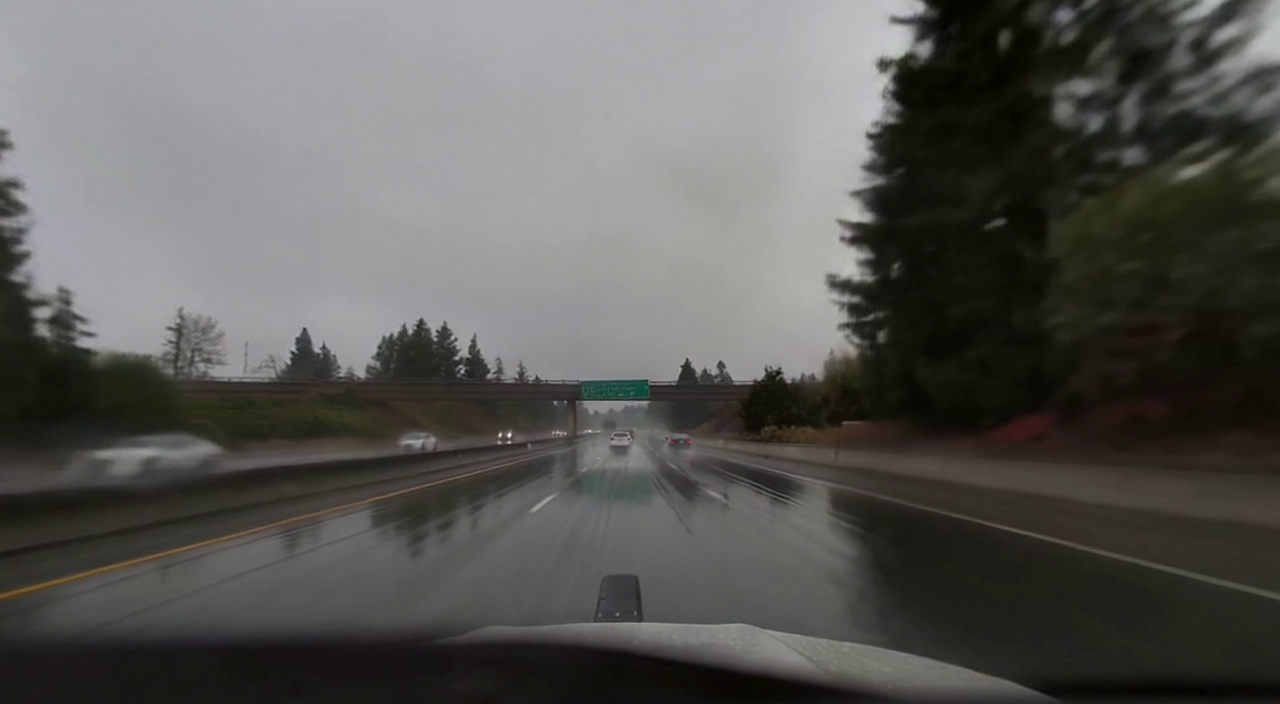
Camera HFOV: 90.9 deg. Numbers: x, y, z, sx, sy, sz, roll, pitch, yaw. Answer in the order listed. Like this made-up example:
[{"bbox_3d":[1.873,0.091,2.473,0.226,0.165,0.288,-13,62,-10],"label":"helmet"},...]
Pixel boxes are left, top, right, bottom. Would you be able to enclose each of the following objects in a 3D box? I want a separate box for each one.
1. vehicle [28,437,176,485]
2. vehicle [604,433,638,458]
[{"bbox_3d":[-17.706,3.553,21.009,1.736,1.438,3.687,0,-8,-2],"label":"vehicle"},{"bbox_3d":[-1.142,5.638,38.198,1.987,1.440,3.565,0,-8,-2],"label":"vehicle"}]
